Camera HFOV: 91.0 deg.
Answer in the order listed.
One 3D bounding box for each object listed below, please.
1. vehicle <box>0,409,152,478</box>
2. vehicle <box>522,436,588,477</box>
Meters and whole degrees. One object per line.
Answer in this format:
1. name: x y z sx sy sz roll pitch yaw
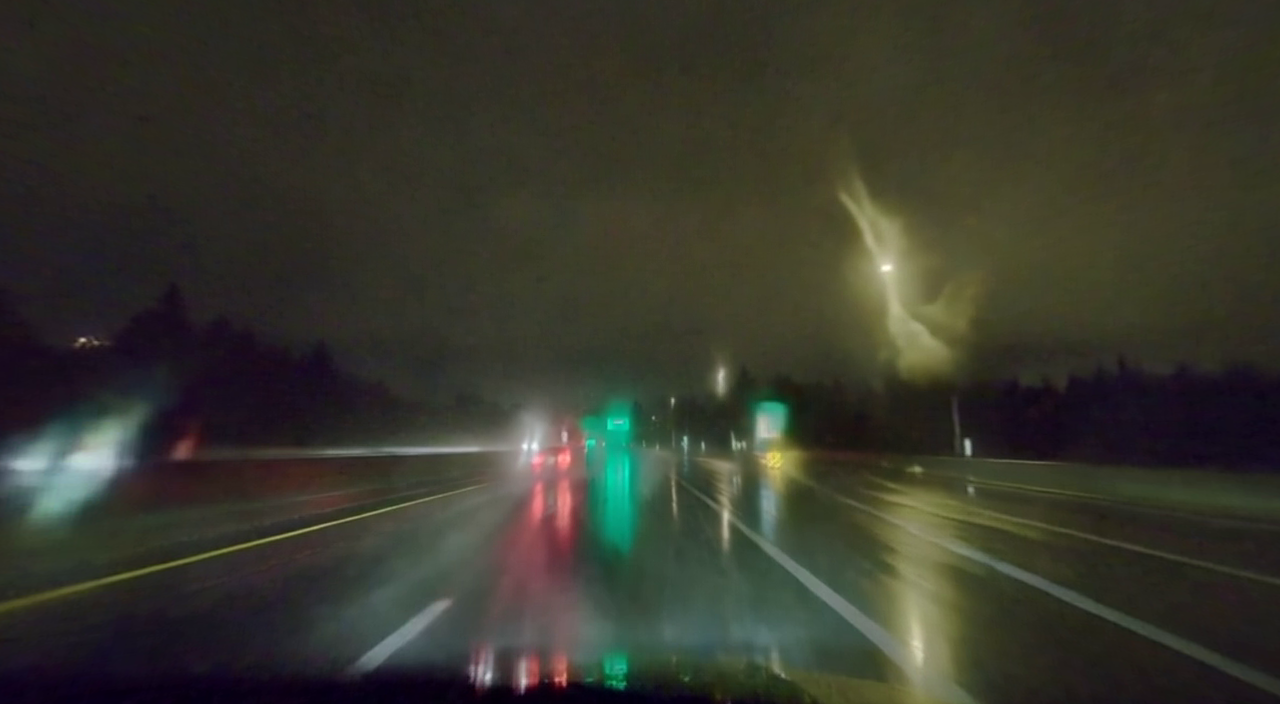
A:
1. vehicle: -15.976 2.469 17.050 1.901 1.628 4.389 0 -8 1
2. vehicle: -3.585 4.540 27.551 2.160 1.608 5.012 0 -8 0
